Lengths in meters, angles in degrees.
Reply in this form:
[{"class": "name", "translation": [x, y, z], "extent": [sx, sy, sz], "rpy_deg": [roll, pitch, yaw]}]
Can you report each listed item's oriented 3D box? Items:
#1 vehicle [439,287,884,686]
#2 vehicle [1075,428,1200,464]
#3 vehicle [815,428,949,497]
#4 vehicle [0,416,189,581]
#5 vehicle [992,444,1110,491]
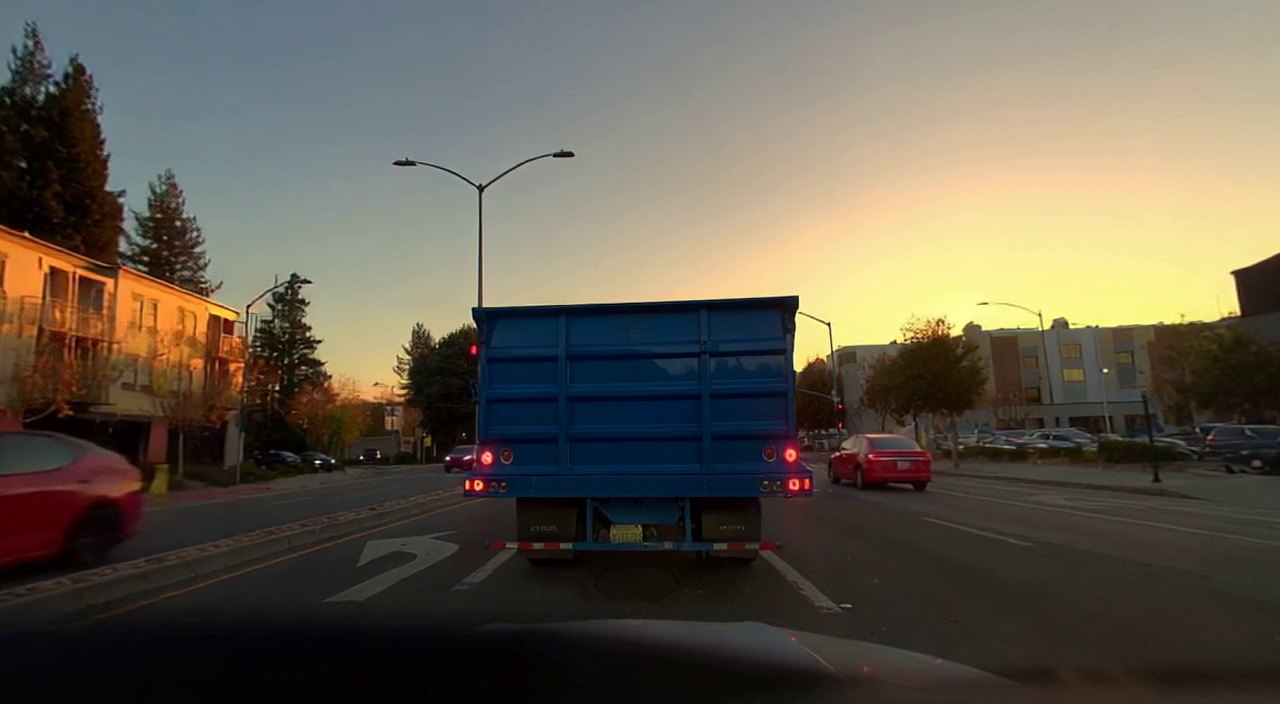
[{"class": "vehicle", "translation": [0.269, 1.294, 7.390], "extent": [2.650, 2.391, 7.008], "rpy_deg": [-1, -8, 3]}, {"class": "vehicle", "translation": [23.113, 4.383, 29.425], "extent": [4.171, 1.614, 1.894], "rpy_deg": [-1, -8, 1]}, {"class": "vehicle", "translation": [7.099, 3.288, 19.187], "extent": [2.160, 1.772, 4.883], "rpy_deg": [-1, -8, 1]}, {"class": "vehicle", "translation": [-7.976, 1.651, 7.210], "extent": [2.052, 1.772, 4.838], "rpy_deg": [0, -8, 0]}, {"class": "vehicle", "translation": [14.305, 4.006, 22.222], "extent": [1.702, 1.475, 3.670], "rpy_deg": [-1, -8, 1]}]
